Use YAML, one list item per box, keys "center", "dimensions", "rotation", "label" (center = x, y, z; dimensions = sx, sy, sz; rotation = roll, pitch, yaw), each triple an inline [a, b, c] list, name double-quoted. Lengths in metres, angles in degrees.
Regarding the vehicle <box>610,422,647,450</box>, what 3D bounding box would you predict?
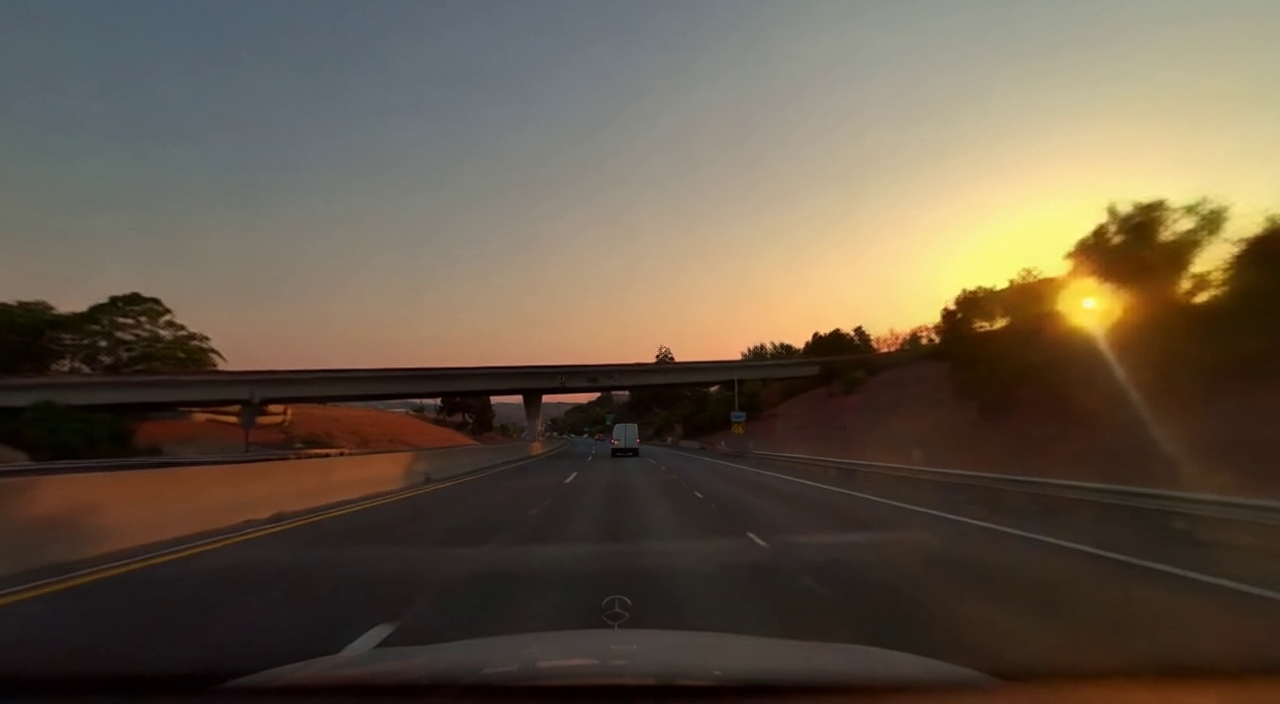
- center: [-0.773, 5.269, 39.520]
  dimensions: [2.157, 1.647, 4.524]
  rotation: [0, -8, -3]
  label: "vehicle"
